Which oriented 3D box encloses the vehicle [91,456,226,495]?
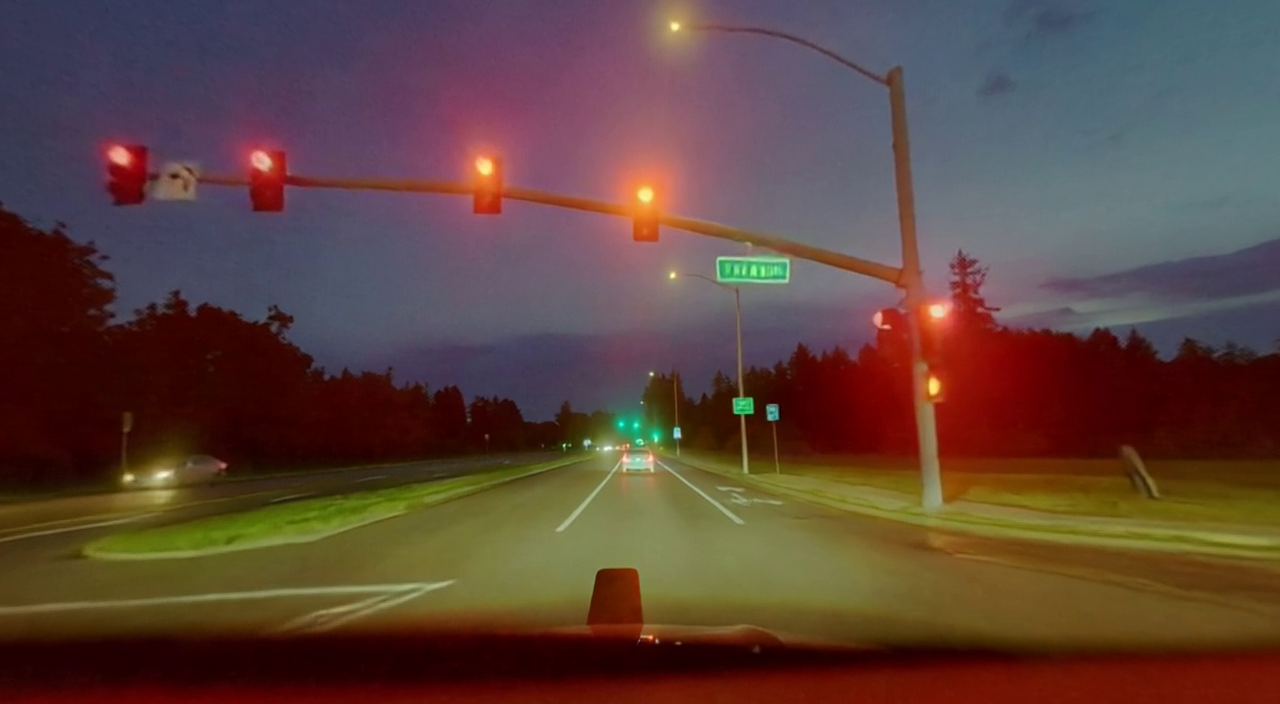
[{"bbox_3d":[-20.963,5.370,27.742,2.175,1.492,4.722,0,-9,0],"label":"vehicle"}]

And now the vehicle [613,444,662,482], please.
[{"bbox_3d":[-0.103,4.629,26.538,1.954,1.469,3.465,0,-9,0],"label":"vehicle"}]
